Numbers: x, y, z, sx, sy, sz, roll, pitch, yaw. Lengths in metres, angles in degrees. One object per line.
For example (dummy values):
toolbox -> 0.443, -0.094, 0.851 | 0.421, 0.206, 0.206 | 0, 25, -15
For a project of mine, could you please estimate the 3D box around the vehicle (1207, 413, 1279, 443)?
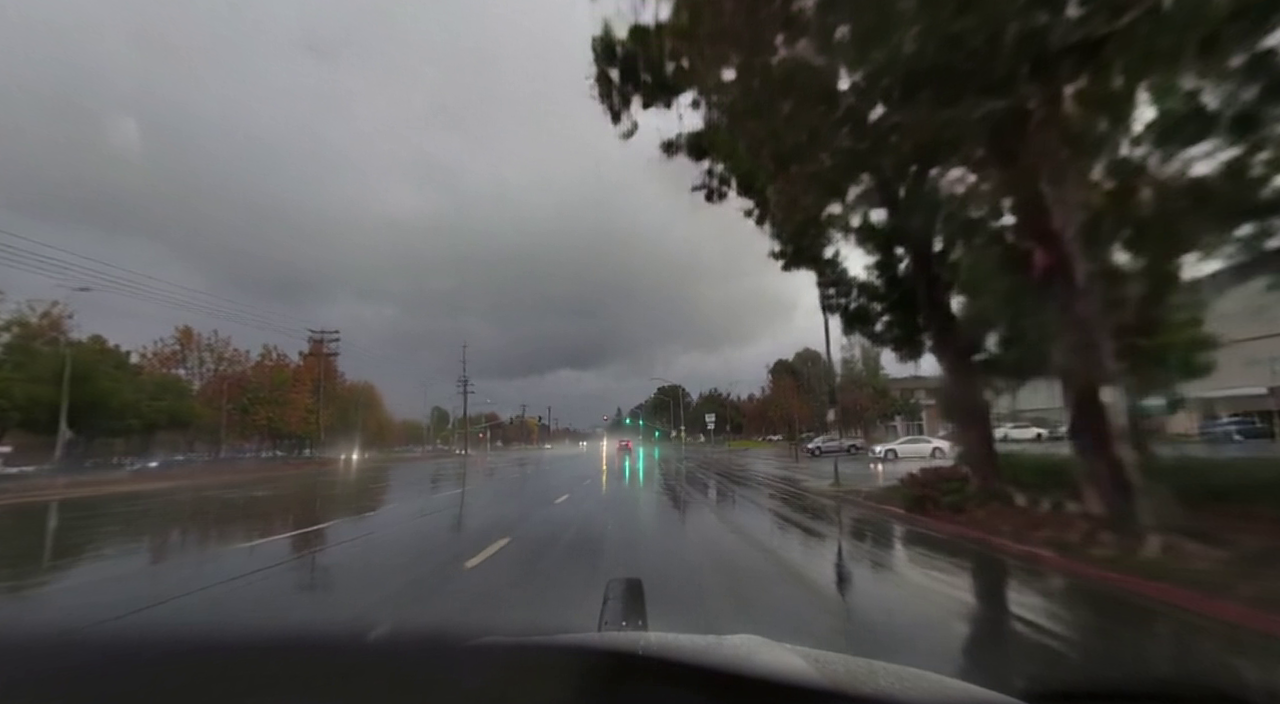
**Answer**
vehicle -> 37.992, 4.834, 39.557 | 4.699, 1.764, 2.200 | 5, -10, -32

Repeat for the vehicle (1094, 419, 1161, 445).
vehicle -> 34.836, 5.730, 45.051 | 4.388, 1.793, 1.961 | 4, -9, -27

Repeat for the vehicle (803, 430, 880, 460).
vehicle -> 14.303, 6.629, 44.998 | 4.702, 1.853, 2.069 | -4, -8, 2

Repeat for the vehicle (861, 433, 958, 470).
vehicle -> 14.763, 5.445, 34.671 | 4.388, 1.446, 1.808 | -6, -7, 1

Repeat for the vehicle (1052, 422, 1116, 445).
vehicle -> 33.541, 6.188, 47.582 | 4.287, 1.622, 2.088 | 4, -9, -28
